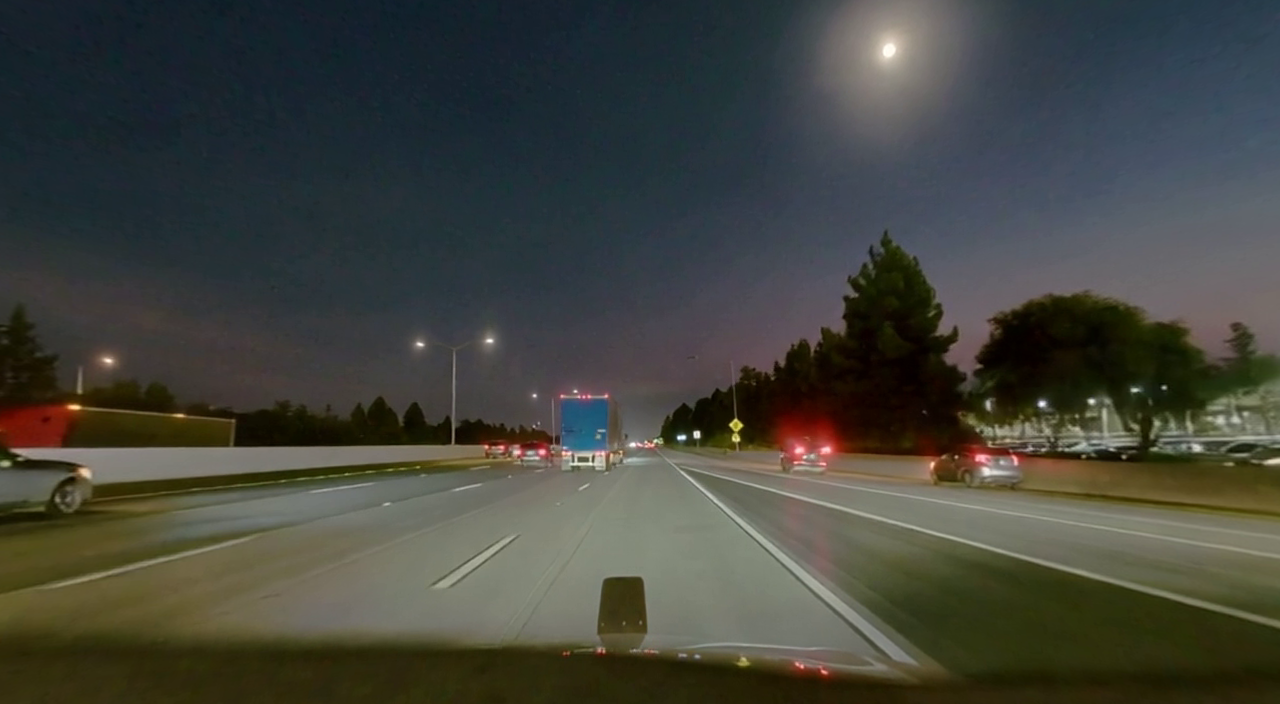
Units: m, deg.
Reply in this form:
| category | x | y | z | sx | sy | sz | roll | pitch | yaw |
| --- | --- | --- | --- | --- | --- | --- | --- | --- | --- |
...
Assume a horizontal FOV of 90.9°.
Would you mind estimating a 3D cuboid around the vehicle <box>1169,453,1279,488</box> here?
| category | x | y | z | sx | sy | sz | roll | pitch | yaw |
| --- | --- | --- | --- | --- | --- | --- | --- | --- | --- |
| vehicle | 27.261 | 5.393 | 28.877 | 4.388 | 1.500 | 1.913 | 0 | -8 | -4 |

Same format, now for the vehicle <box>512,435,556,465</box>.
| category | x | y | z | sx | sy | sz | roll | pitch | yaw |
| --- | --- | --- | --- | --- | --- | --- | --- | --- | --- |
| vehicle | -6.914 | 6.440 | 41.500 | 2.058 | 1.840 | 4.443 | 0 | -8 | 1 |

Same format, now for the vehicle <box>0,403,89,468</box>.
| category | x | y | z | sx | sy | sz | roll | pitch | yaw |
| --- | --- | --- | --- | --- | --- | --- | --- | --- | --- |
| vehicle | -36.644 | 4.896 | 36.668 | 2.996 | 3.563 | 6.592 | 0 | -8 | 1 |

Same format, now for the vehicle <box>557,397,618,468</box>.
| category | x | y | z | sx | sy | sz | roll | pitch | yaw |
| --- | --- | --- | --- | --- | --- | --- | --- | --- | --- |
| vehicle | -3.238 | 5.538 | 42.759 | 2.905 | 4.037 | 12.921 | 0 | -8 | 1 |

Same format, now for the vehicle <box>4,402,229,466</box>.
| category | x | y | z | sx | sy | sz | roll | pitch | yaw |
| --- | --- | --- | --- | --- | --- | --- | --- | --- | --- |
| vehicle | -36.567 | 6.046 | 45.749 | 2.850 | 3.832 | 15.624 | 0 | -8 | 1 |

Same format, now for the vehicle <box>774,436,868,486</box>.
| category | x | y | z | sx | sy | sz | roll | pitch | yaw |
| --- | --- | --- | --- | --- | --- | --- | --- | --- | --- |
| vehicle | 6.740 | 4.094 | 24.023 | 2.083 | 1.706 | 4.129 | 0 | -8 | -4 |

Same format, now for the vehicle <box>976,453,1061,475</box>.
| category | x | y | z | sx | sy | sz | roll | pitch | yaw |
| --- | --- | --- | --- | --- | --- | --- | --- | --- | --- |
| vehicle | 26.857 | 7.953 | 44.817 | 4.749 | 1.482 | 2.061 | 0 | -8 | -4 |

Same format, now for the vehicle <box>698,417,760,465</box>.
| category | x | y | z | sx | sy | sz | roll | pitch | yaw |
| --- | --- | --- | --- | --- | --- | --- | --- | --- | --- |
| vehicle | 6.453 | 6.722 | 47.499 | 2.960 | 3.202 | 9.112 | 0 | -8 | -2 |
